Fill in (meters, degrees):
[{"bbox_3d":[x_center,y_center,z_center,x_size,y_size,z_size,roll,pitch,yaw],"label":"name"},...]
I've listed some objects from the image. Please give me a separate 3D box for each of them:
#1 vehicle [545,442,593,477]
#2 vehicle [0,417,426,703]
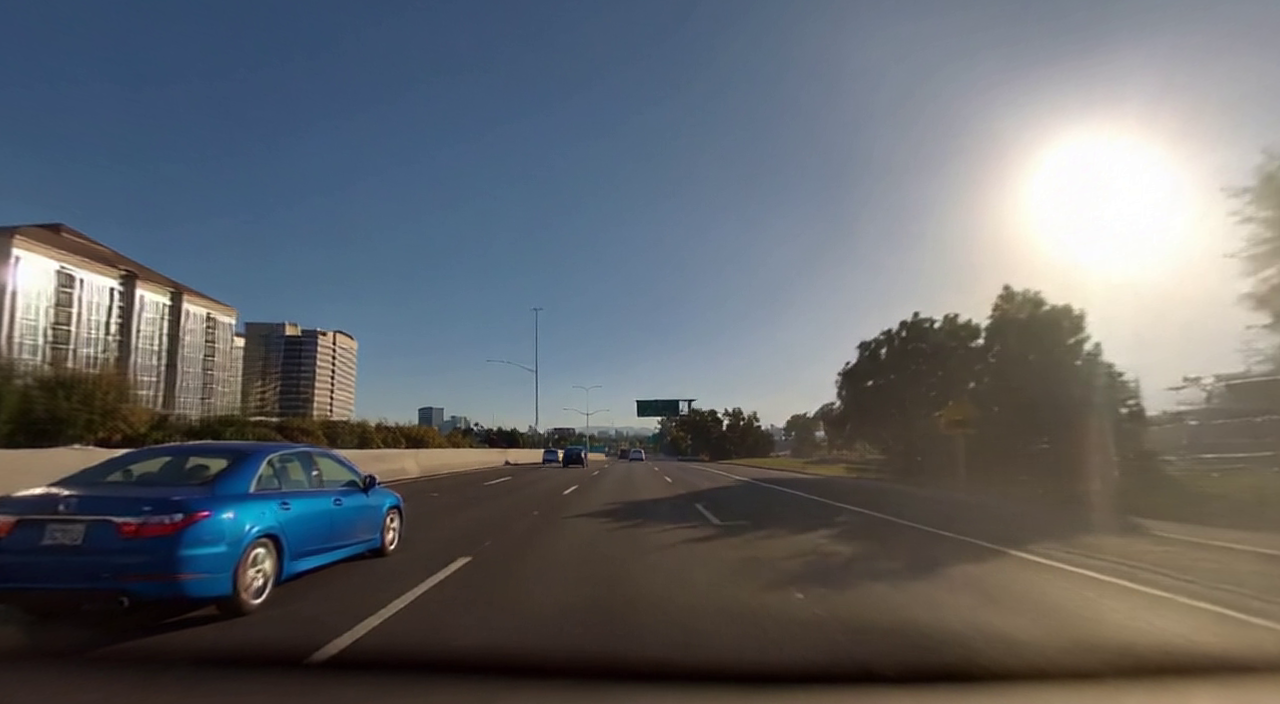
[{"bbox_3d":[-3.678,5.692,33.586,2.075,1.702,4.257,0,-9,0],"label":"vehicle"},{"bbox_3d":[-3.721,1.421,5.494,2.114,1.480,4.473,0,-9,0],"label":"vehicle"}]
